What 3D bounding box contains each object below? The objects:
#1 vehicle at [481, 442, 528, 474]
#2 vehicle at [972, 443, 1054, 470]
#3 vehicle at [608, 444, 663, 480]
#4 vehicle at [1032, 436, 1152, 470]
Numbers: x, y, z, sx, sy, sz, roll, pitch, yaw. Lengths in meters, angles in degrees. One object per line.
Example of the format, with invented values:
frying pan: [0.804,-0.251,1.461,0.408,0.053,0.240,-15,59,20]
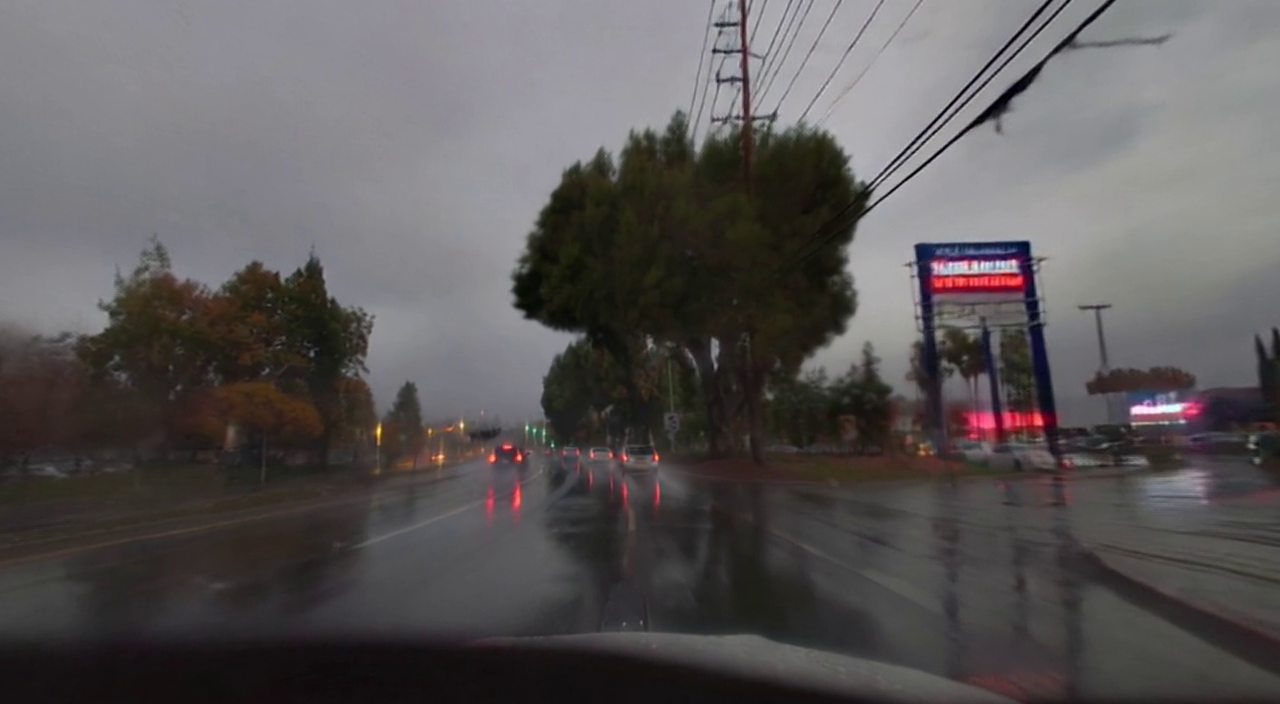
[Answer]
vehicle: [-8.025,6.308,37.776,2.195,1.752,4.515,1,-8,-6]
vehicle: [25.310,7.099,42.920,4.350,1.447,1.696,-6,-10,10]
vehicle: [-0.287,5.046,29.278,2.130,1.476,4.453,1,-8,-6]
vehicle: [23.776,5.356,33.339,4.834,1.495,1.785,1,-9,9]
